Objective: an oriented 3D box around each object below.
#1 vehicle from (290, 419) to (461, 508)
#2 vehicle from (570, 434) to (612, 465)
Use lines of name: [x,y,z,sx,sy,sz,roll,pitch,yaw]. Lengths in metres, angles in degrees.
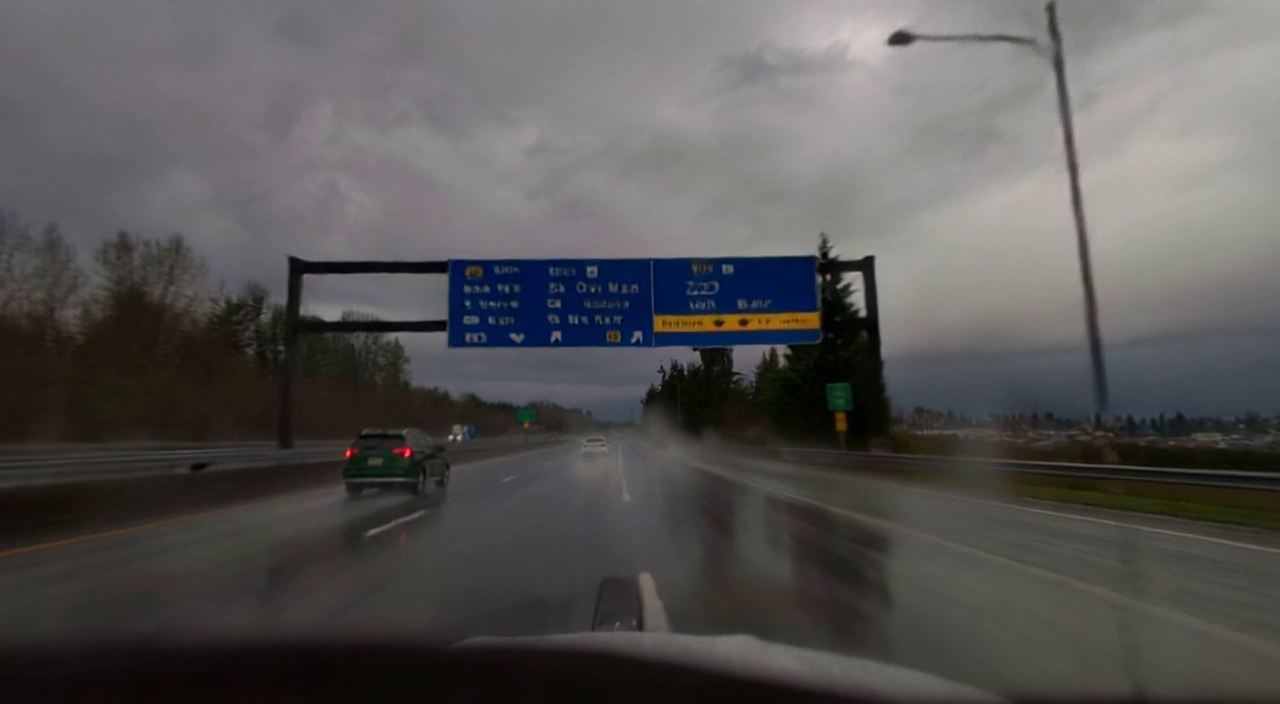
vehicle: [-5.758,2.457,14.447,2.111,1.689,4.505,0,-8,-2]
vehicle: [-2.541,5.168,33.500,2.010,1.534,4.013,0,-8,-2]
